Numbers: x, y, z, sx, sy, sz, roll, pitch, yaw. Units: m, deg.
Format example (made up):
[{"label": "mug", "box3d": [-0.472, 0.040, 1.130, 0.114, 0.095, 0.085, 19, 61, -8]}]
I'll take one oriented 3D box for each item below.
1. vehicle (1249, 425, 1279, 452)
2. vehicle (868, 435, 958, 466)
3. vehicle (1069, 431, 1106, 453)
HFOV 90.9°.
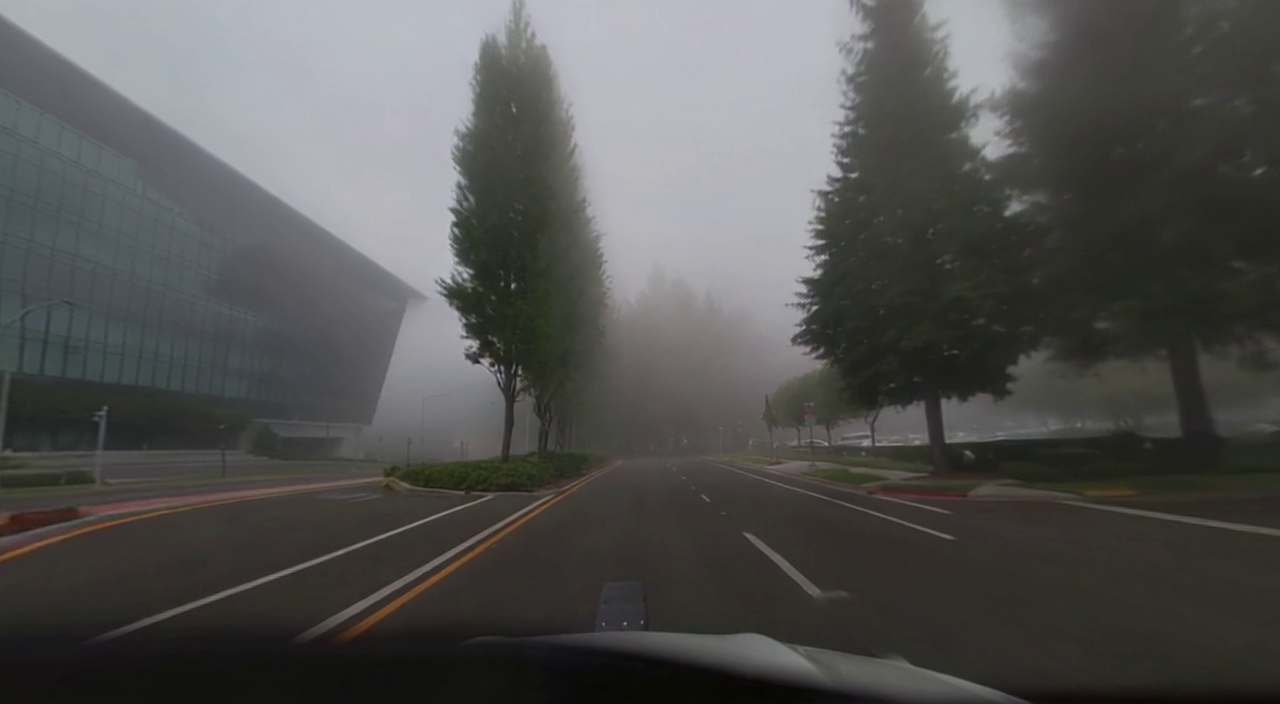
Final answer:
[{"label": "vehicle", "box3d": [35.184, 4.765, 34.734, 1.828, 1.443, 3.905, -7, -10, 38]}, {"label": "vehicle", "box3d": [15.836, 5.749, 36.755, 4.198, 1.552, 2.087, -3, -9, 0]}, {"label": "vehicle", "box3d": [35.334, 7.063, 49.726, 1.924, 1.636, 4.297, -5, -10, 39]}]
